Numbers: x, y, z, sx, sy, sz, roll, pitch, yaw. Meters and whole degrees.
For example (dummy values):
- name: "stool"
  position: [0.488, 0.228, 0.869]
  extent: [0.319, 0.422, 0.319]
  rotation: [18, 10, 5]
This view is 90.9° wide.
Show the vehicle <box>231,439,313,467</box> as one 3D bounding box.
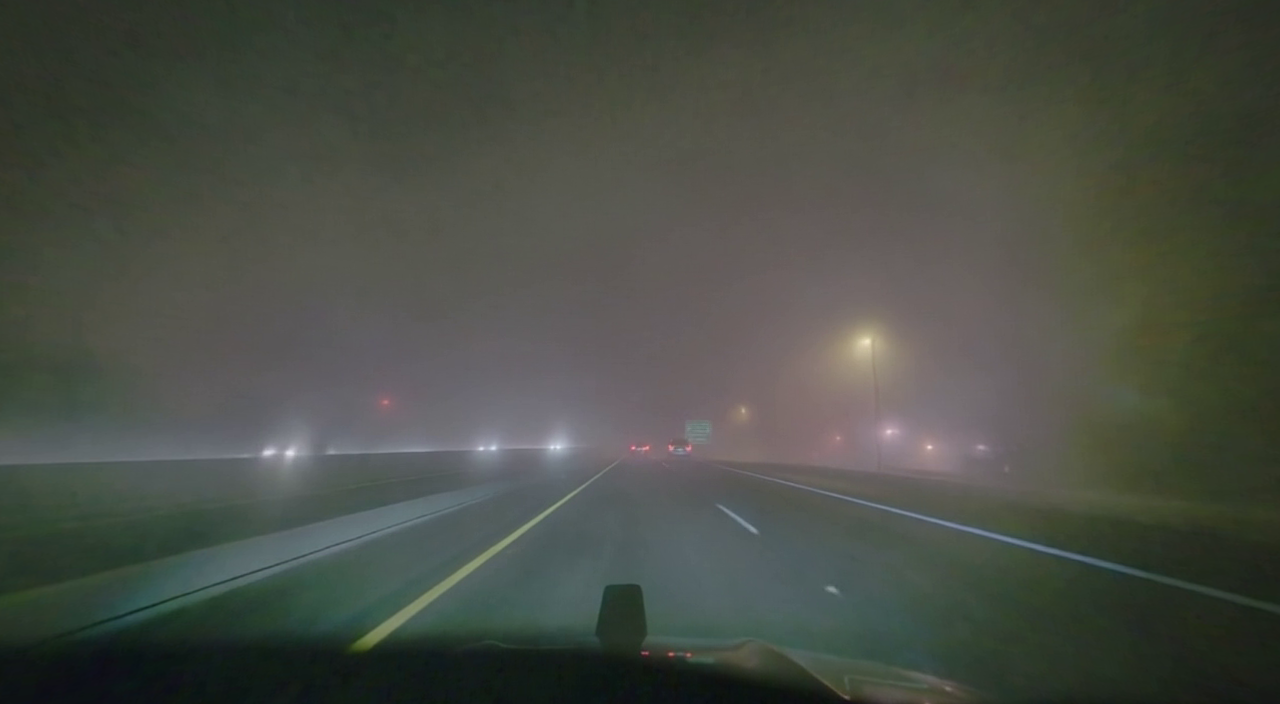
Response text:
- name: "vehicle"
  position: [-20.326, 5.612, 35.057]
  extent: [1.791, 1.436, 4.446]
  rotation: [0, -8, 1]
